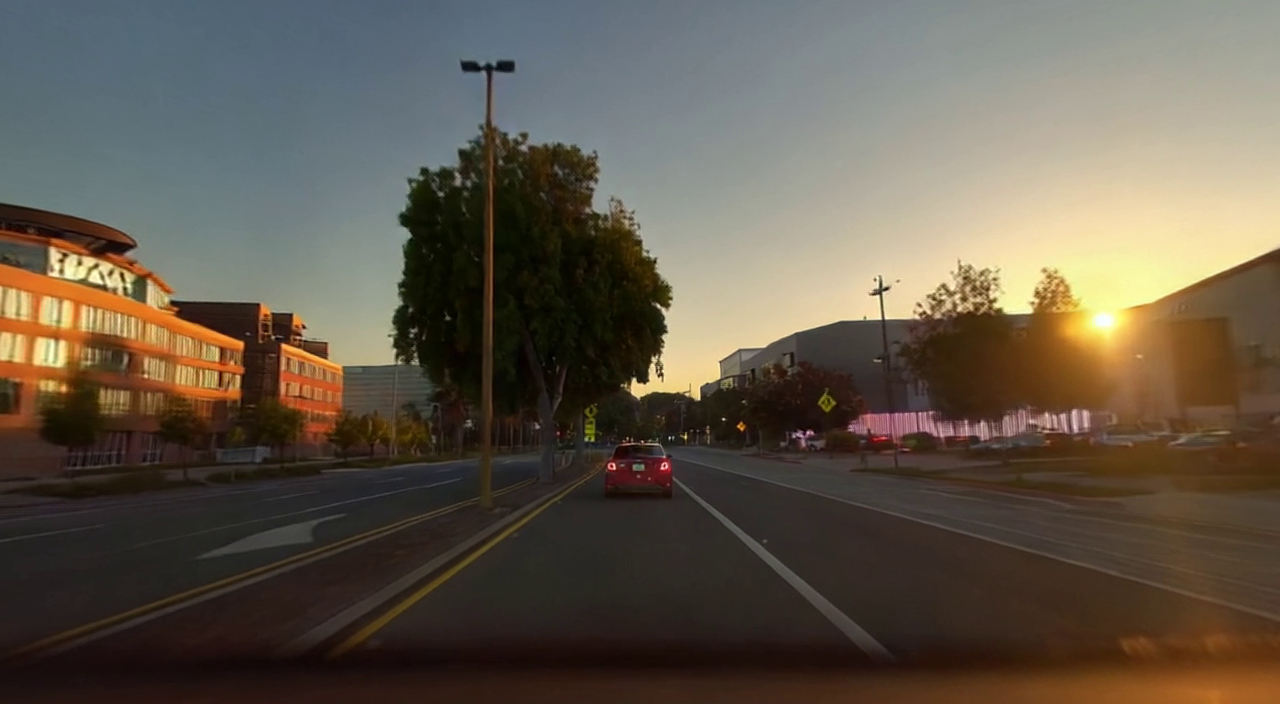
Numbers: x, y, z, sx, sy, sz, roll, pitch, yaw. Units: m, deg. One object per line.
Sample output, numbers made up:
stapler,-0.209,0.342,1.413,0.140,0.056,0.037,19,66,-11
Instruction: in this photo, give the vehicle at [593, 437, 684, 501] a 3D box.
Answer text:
vehicle,-0.073,3.026,16.736,2.126,1.475,3.967,0,-8,-1

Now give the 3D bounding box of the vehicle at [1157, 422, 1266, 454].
vehicle,32.889,5.009,36.402,1.868,1.675,4.527,0,-8,-3
